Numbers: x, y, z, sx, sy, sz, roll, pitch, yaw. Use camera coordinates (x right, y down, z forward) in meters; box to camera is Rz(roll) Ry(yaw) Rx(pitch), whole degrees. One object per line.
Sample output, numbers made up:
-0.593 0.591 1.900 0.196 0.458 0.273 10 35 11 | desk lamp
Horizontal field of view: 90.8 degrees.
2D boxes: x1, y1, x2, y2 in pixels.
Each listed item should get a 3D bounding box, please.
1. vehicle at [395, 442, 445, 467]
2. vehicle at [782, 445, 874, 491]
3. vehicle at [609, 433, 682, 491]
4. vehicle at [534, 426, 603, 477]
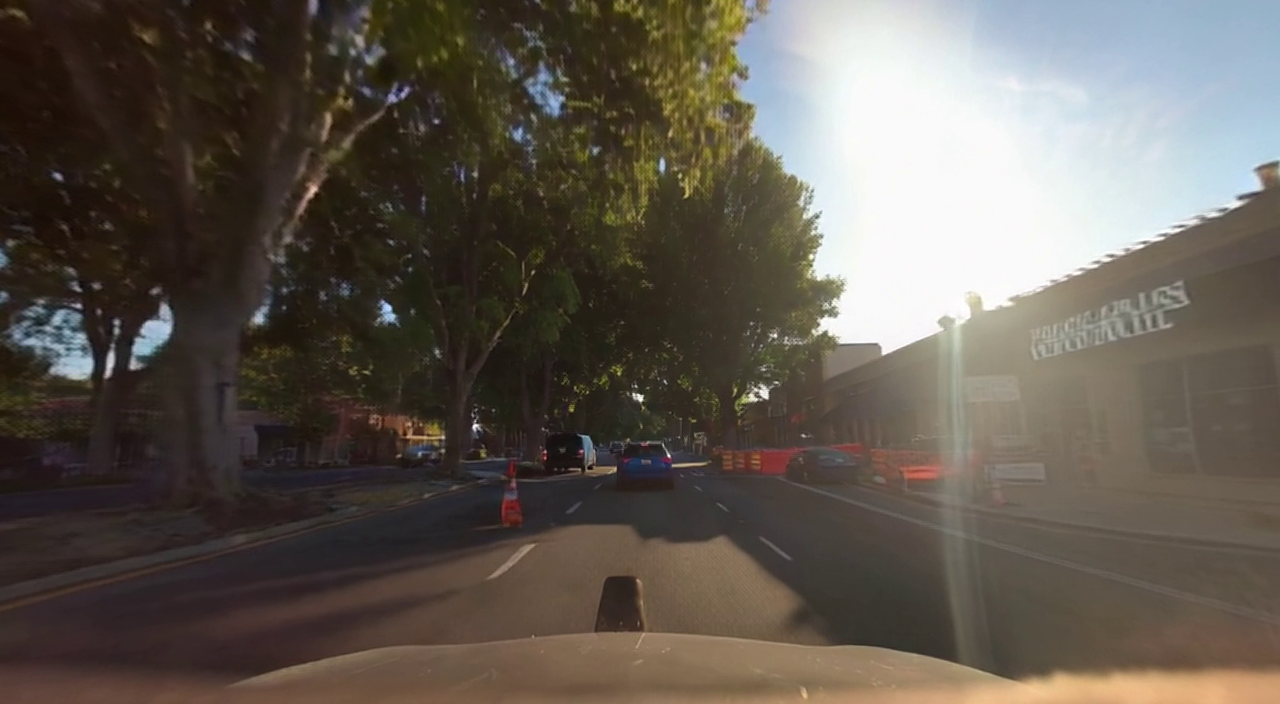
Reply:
-15.502 7.215 44.695 1.898 1.702 4.456 0 -8 1 | vehicle
6.964 4.320 23.961 2.076 1.535 4.460 1 -9 -1 | vehicle
0.165 3.581 20.932 2.168 1.725 4.192 0 -8 0 | vehicle
-3.118 4.509 28.855 2.357 2.063 5.488 0 -8 1 | vehicle
